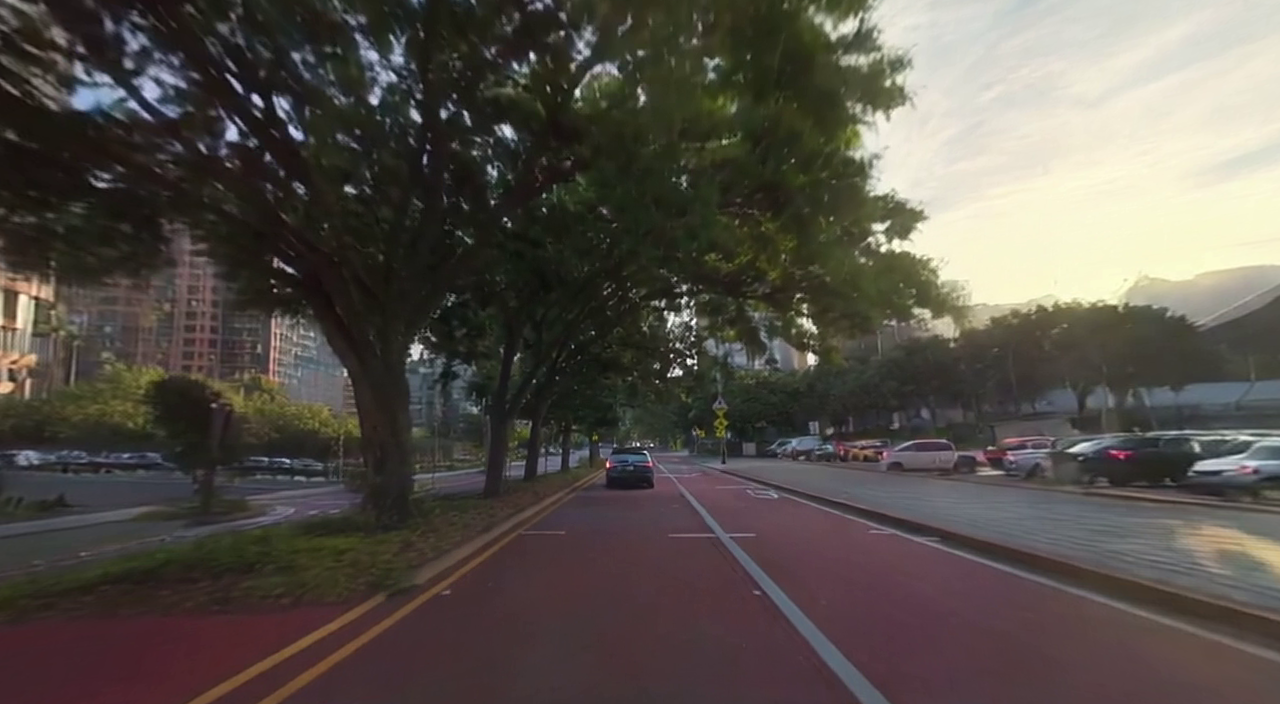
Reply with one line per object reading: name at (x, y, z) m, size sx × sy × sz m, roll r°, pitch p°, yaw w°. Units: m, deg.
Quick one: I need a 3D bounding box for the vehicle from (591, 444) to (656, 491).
vehicle at (-0.570, 3.990, 22.123) m, size 2.063 × 1.442 × 4.135 m, roll 0°, pitch -9°, yaw -1°

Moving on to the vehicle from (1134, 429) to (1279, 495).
vehicle at (14.607, 2.609, 15.131) m, size 3.765 × 1.449 × 1.955 m, roll 0°, pitch -9°, yaw 0°

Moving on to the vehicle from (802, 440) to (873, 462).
vehicle at (13.961, 7.013, 44.754) m, size 4.330 × 1.457 × 1.938 m, roll -1°, pitch -9°, yaw 1°
